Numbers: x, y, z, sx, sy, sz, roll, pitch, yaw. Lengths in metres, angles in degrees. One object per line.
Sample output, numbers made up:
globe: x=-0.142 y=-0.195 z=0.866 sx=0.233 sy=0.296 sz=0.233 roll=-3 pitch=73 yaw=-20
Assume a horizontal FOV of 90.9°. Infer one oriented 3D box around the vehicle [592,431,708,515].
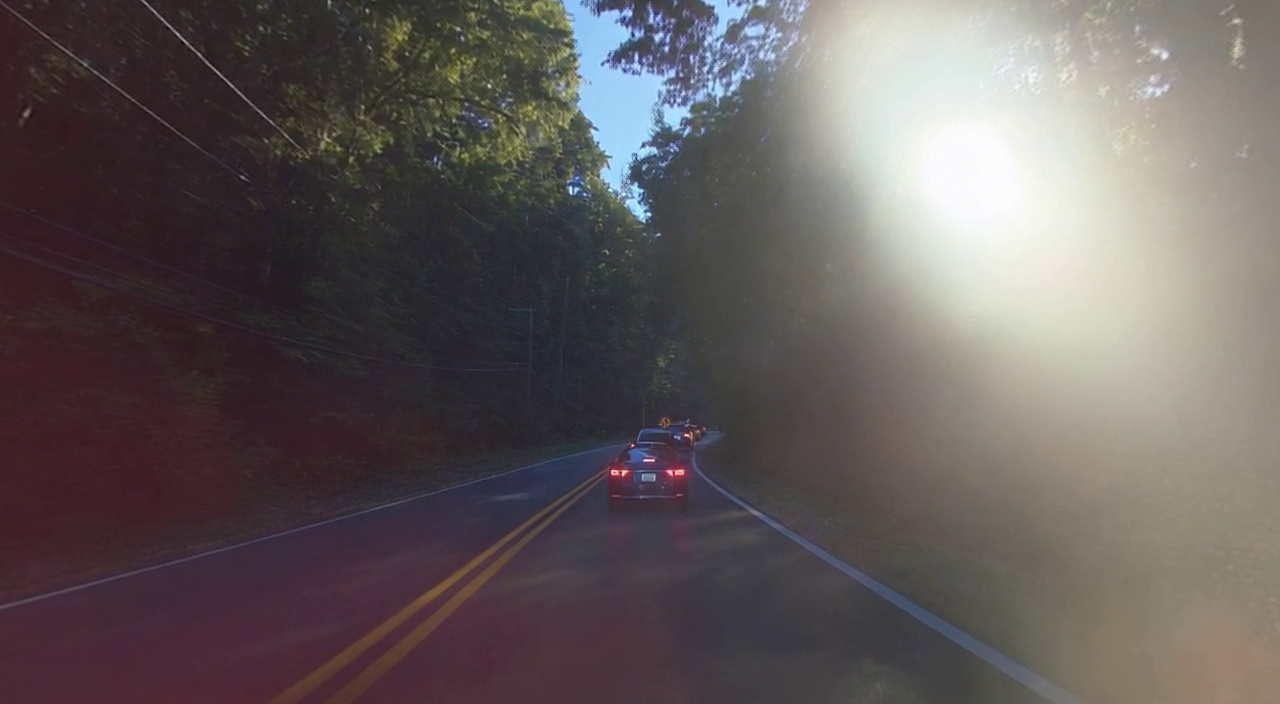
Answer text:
vehicle: x=0.163 y=2.459 z=13.289 sx=2.081 sy=1.503 sz=3.726 roll=0 pitch=-8 yaw=-1
